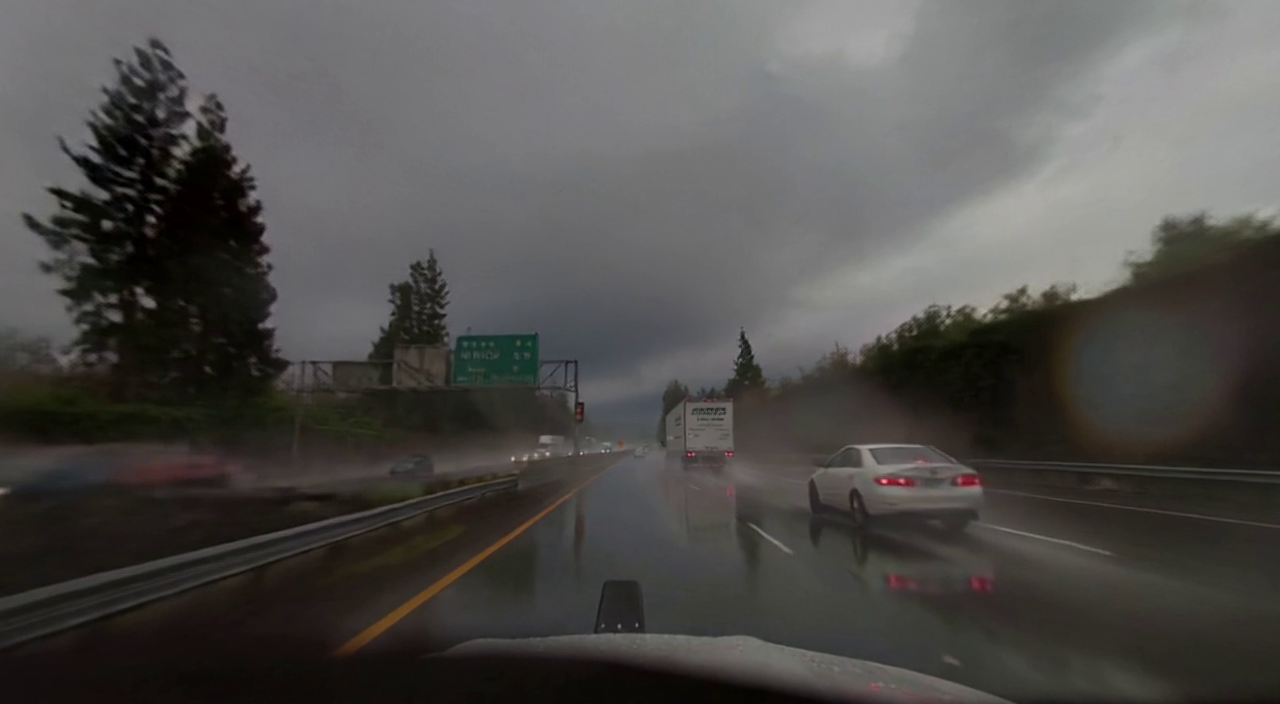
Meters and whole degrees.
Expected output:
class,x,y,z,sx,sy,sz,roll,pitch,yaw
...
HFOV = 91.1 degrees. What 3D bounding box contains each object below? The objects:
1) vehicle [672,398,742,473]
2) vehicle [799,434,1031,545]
class,x,y,z,sx,sy,sz,roll,pitch,yaw
vehicle,3.965,5.642,41.199,2.926,4.060,14.068,0,-9,0
vehicle,4.219,2.174,10.546,1.917,1.471,4.149,0,-9,-1
